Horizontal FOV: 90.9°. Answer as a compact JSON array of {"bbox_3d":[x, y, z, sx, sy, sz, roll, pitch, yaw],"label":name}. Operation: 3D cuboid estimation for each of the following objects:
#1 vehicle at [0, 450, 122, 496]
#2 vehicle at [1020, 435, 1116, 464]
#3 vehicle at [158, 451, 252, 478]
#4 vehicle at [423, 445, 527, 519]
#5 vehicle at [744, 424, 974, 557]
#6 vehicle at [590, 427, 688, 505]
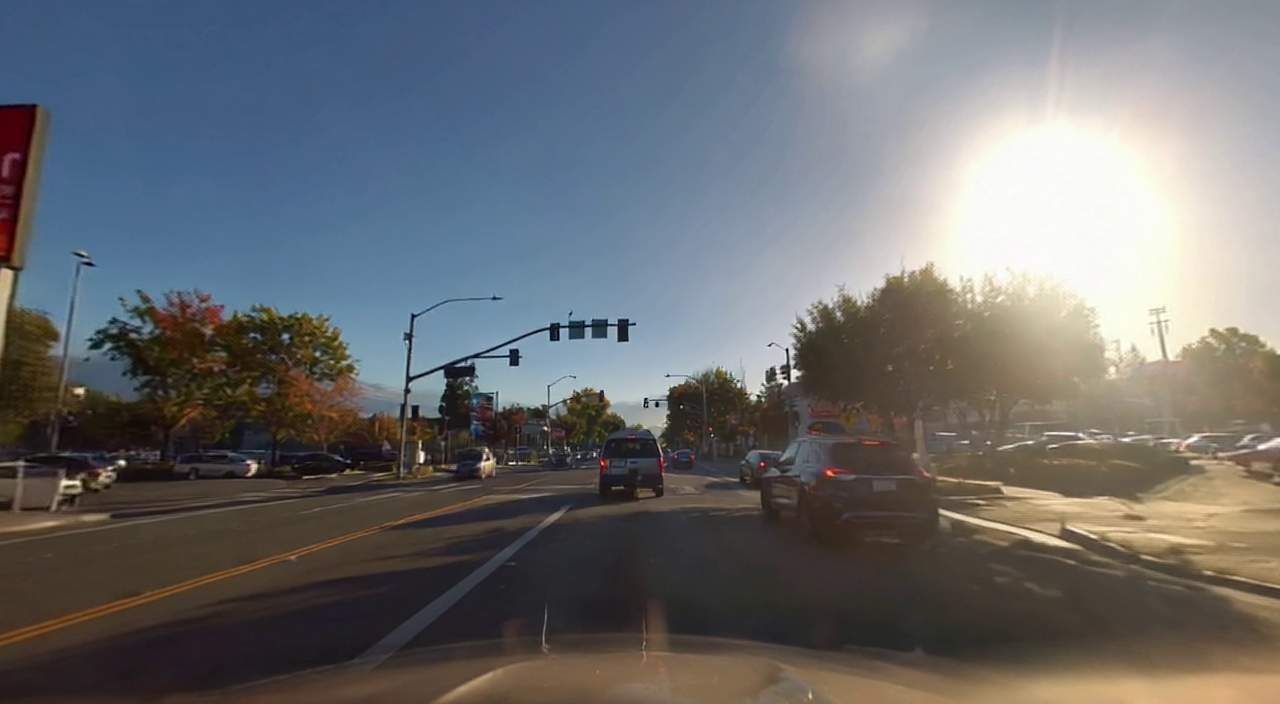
[{"bbox_3d":[-26.380,5.331,28.241,2.123,1.820,5.136,0,-8,-3],"label":"vehicle"},{"bbox_3d":[23.621,5.394,34.987,4.092,1.496,1.889,-4,-9,25],"label":"vehicle"},{"bbox_3d":[-27.415,7.092,39.805,4.458,1.608,2.051,0,-8,2],"label":"vehicle"},{"bbox_3d":[-4.310,3.150,15.973,1.975,1.570,4.456,3,-9,-21],"label":"vehicle"},{"bbox_3d":[3.367,2.228,10.959,2.276,1.787,4.630,0,-8,-1],"label":"vehicle"},{"bbox_3d":[-0.051,3.445,19.619,2.638,2.065,5.313,0,-8,0],"label":"vehicle"}]
